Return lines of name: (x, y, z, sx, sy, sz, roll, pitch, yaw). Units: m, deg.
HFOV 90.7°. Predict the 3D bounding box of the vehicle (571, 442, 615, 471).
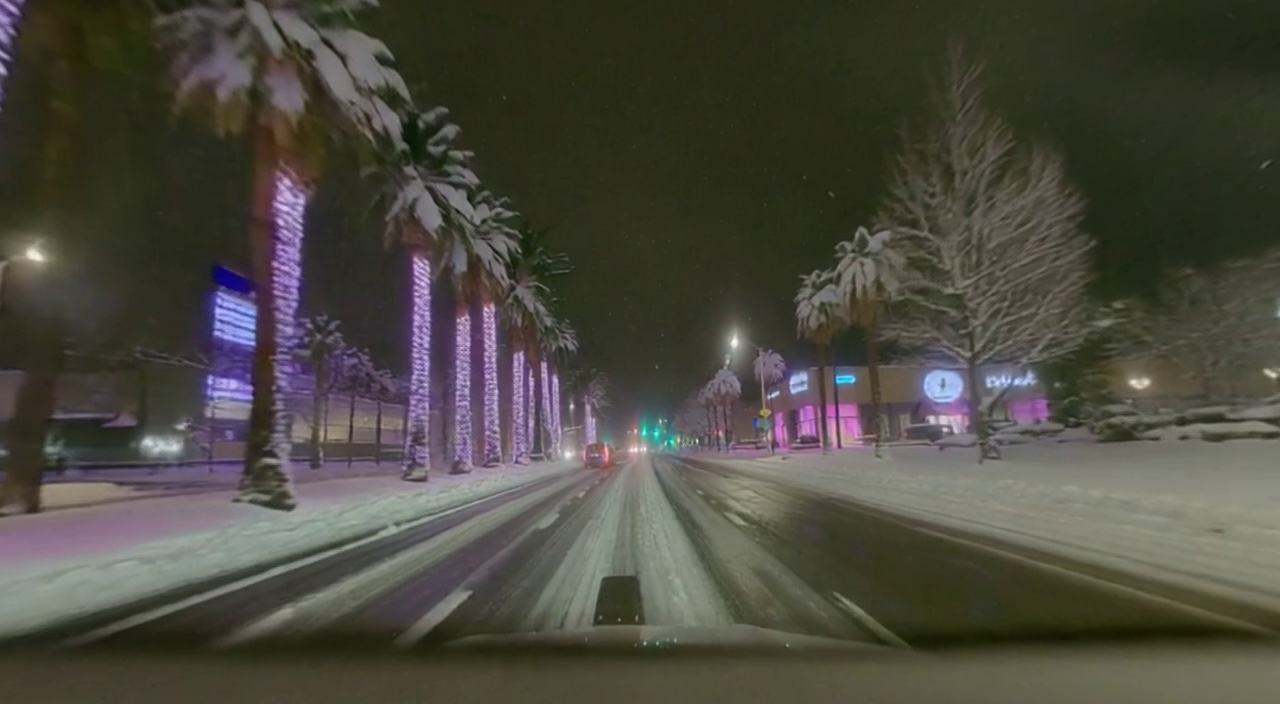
vehicle: (-2.796, 6.375, 38.725, 2.160, 1.615, 4.117, -1, -9, 3)
